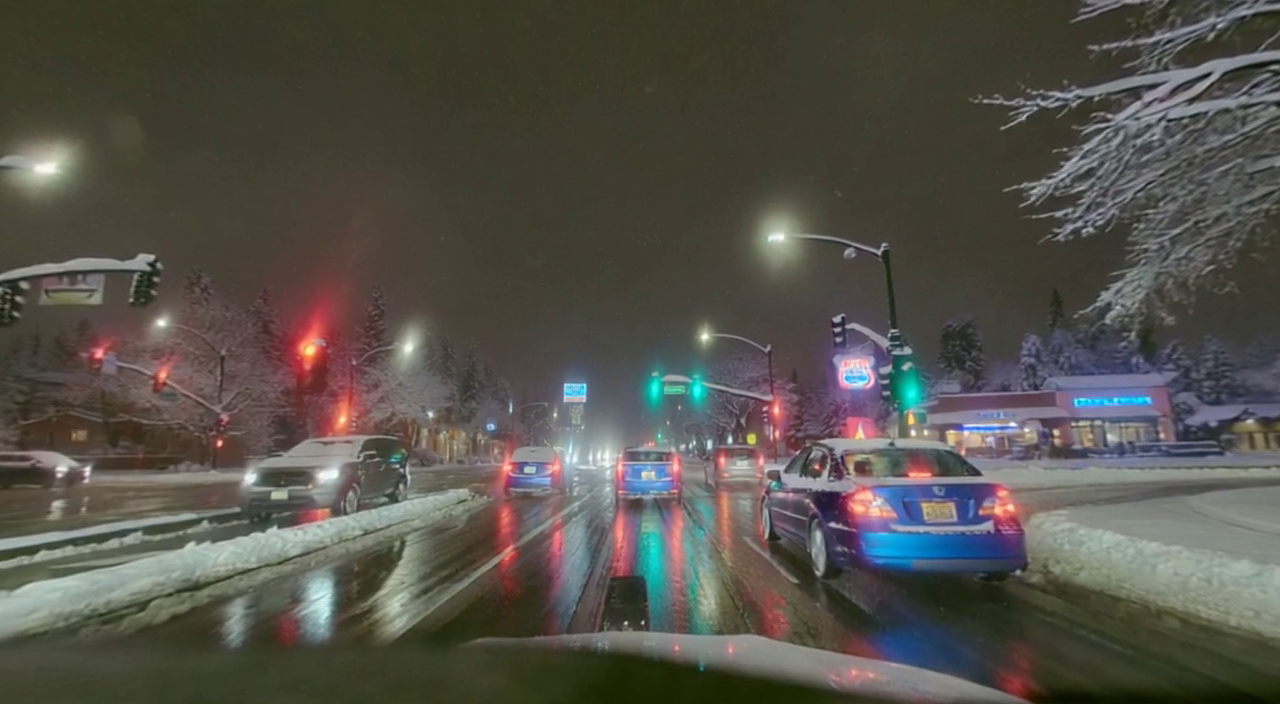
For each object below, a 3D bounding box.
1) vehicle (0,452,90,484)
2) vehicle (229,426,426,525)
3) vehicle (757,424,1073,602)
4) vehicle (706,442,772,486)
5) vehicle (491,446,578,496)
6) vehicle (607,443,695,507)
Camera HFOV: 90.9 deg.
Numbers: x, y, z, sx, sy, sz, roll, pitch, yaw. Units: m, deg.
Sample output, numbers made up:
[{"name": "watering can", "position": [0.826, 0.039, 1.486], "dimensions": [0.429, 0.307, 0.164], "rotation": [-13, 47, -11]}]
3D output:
[{"name": "vehicle", "position": [-30.247, 5.705, 31.115], "dimensions": [4.315, 1.485, 1.822], "rotation": [0, -8, -2]}, {"name": "vehicle", "position": [-6.568, 2.622, 13.970], "dimensions": [2.058, 1.804, 4.391], "rotation": [0, -8, 0]}, {"name": "vehicle", "position": [2.761, 1.698, 7.562], "dimensions": [1.946, 1.513, 4.133], "rotation": [0, -8, 1]}, {"name": "vehicle", "position": [3.777, 4.337, 24.699], "dimensions": [1.931, 1.552, 4.125], "rotation": [0, -8, 0]}, {"name": "vehicle", "position": [-3.373, 3.894, 21.123], "dimensions": [2.040, 1.471, 4.211], "rotation": [-1, -8, 2]}, {"name": "vehicle", "position": [0.288, 3.208, 16.946], "dimensions": [2.070, 1.460, 4.118], "rotation": [0, -8, 1]}]
